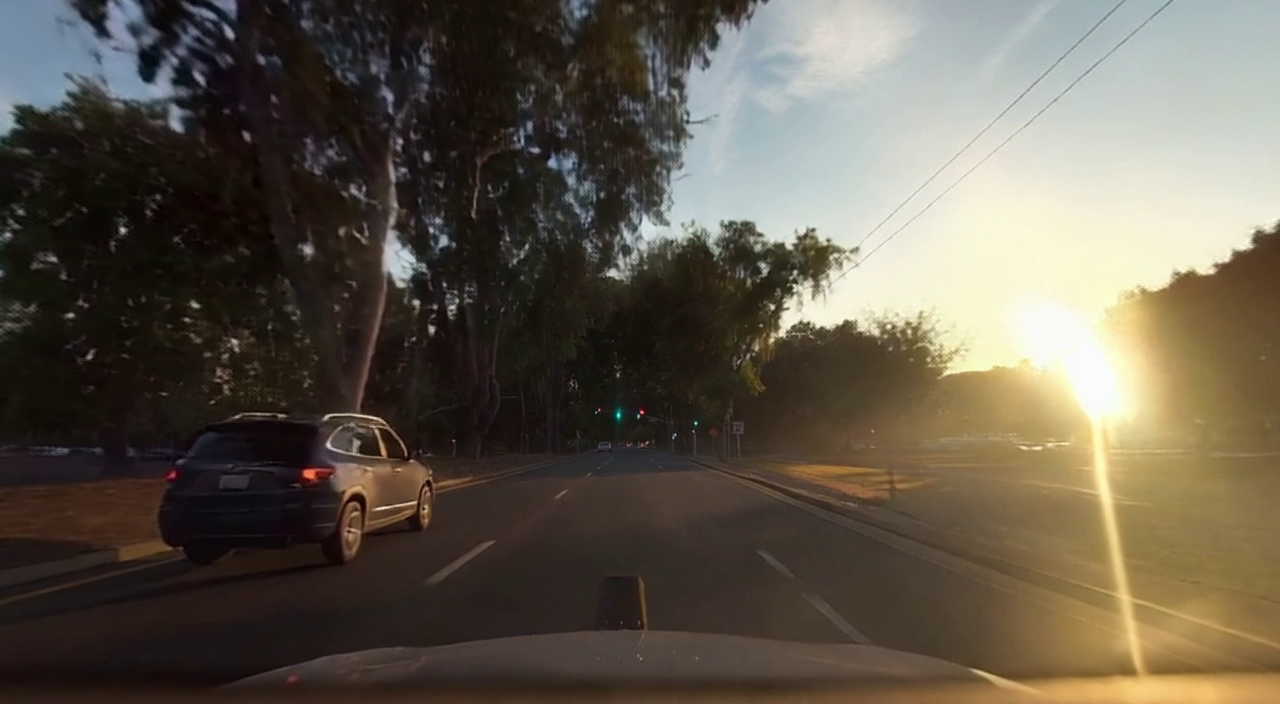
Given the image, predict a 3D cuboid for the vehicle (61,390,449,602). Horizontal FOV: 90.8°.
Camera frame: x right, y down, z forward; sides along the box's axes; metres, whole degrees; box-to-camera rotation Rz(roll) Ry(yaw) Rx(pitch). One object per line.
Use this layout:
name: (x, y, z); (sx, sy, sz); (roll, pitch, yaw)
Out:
vehicle: (-3.838, 1.500, 7.335); (2.018, 1.769, 3.897); (0, -8, -1)
